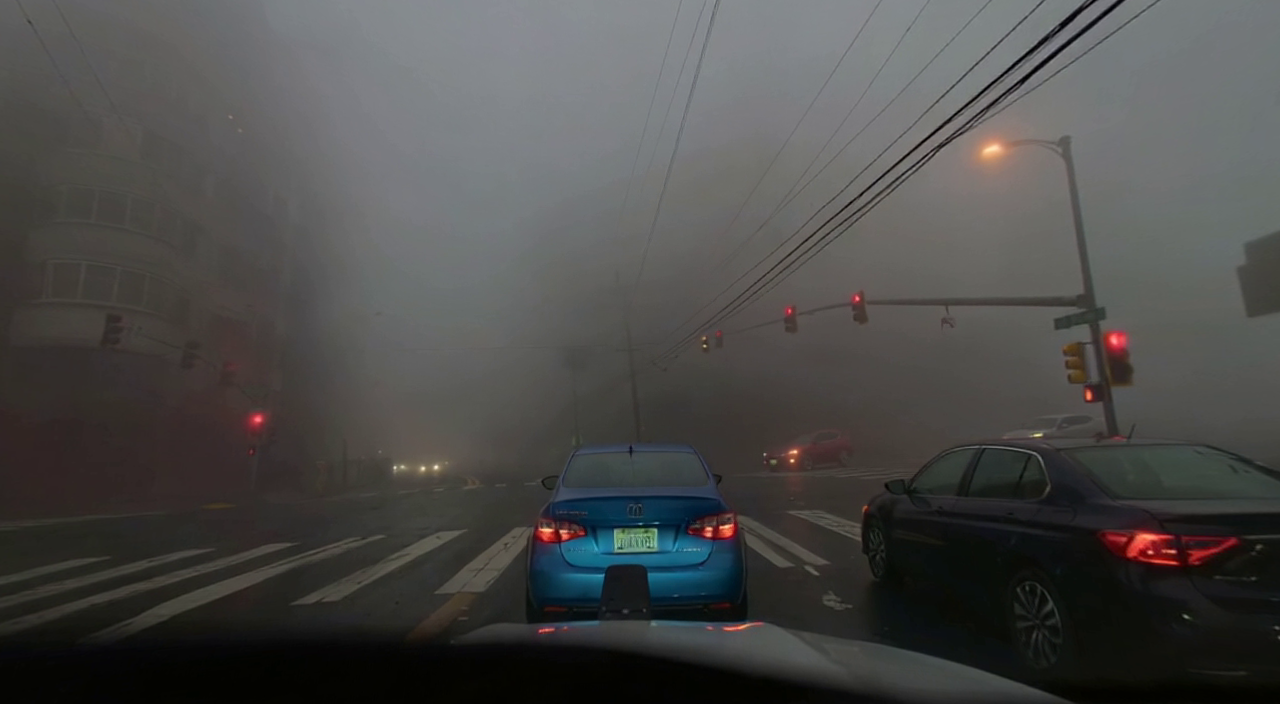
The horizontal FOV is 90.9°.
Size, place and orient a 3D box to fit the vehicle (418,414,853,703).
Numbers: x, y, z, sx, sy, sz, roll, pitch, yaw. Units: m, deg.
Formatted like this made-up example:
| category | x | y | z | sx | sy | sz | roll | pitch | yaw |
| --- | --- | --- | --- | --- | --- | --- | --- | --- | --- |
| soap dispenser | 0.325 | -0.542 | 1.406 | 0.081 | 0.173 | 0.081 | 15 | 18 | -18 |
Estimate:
| category | x | y | z | sx | sy | sz | roll | pitch | yaw |
| --- | --- | --- | --- | --- | --- | --- | --- | --- | --- |
| vehicle | -0.054 | 1.351 | 5.148 | 2.094 | 1.481 | 4.078 | 0 | -8 | -1 |

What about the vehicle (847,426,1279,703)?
| category | x | y | z | sx | sy | sz | roll | pitch | yaw |
| --- | --- | --- | --- | --- | --- | --- | --- | --- | --- |
| vehicle | 3.342 | 1.377 | 5.080 | 1.860 | 1.430 | 4.089 | 0 | -8 | -1 |
